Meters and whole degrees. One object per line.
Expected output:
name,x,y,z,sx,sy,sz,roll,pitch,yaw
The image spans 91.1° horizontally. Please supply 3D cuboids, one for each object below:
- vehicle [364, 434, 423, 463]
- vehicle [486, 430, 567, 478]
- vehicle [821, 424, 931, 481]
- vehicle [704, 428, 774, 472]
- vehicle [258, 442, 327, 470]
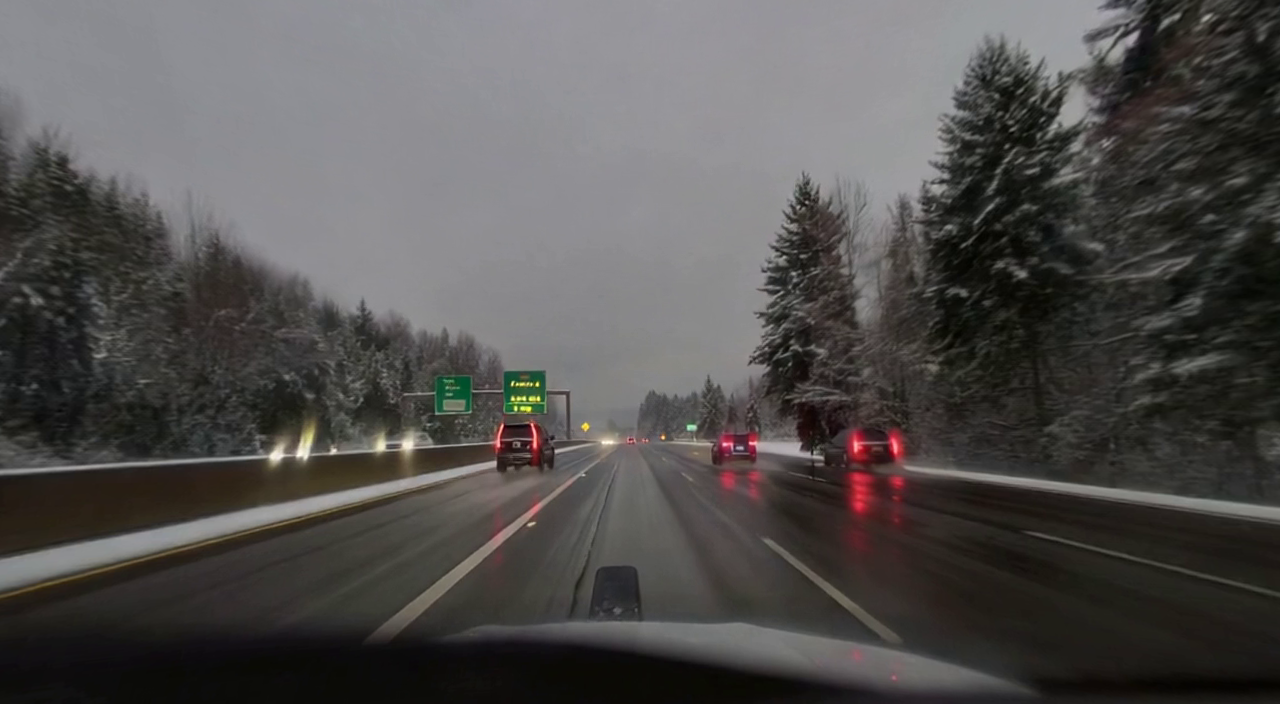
vehicle,-16.819,6.587,43.205,2.083,1.902,4.873,0,-8,-1
vehicle,-3.741,3.442,21.552,2.032,1.465,4.316,0,-8,-1
vehicle,7.452,3.186,20.316,1.956,1.634,3.935,0,-8,-1
vehicle,3.847,3.872,25.133,2.011,1.576,4.060,0,-8,-2
vehicle,-20.977,6.291,38.136,1.848,1.544,4.103,0,-8,-1
